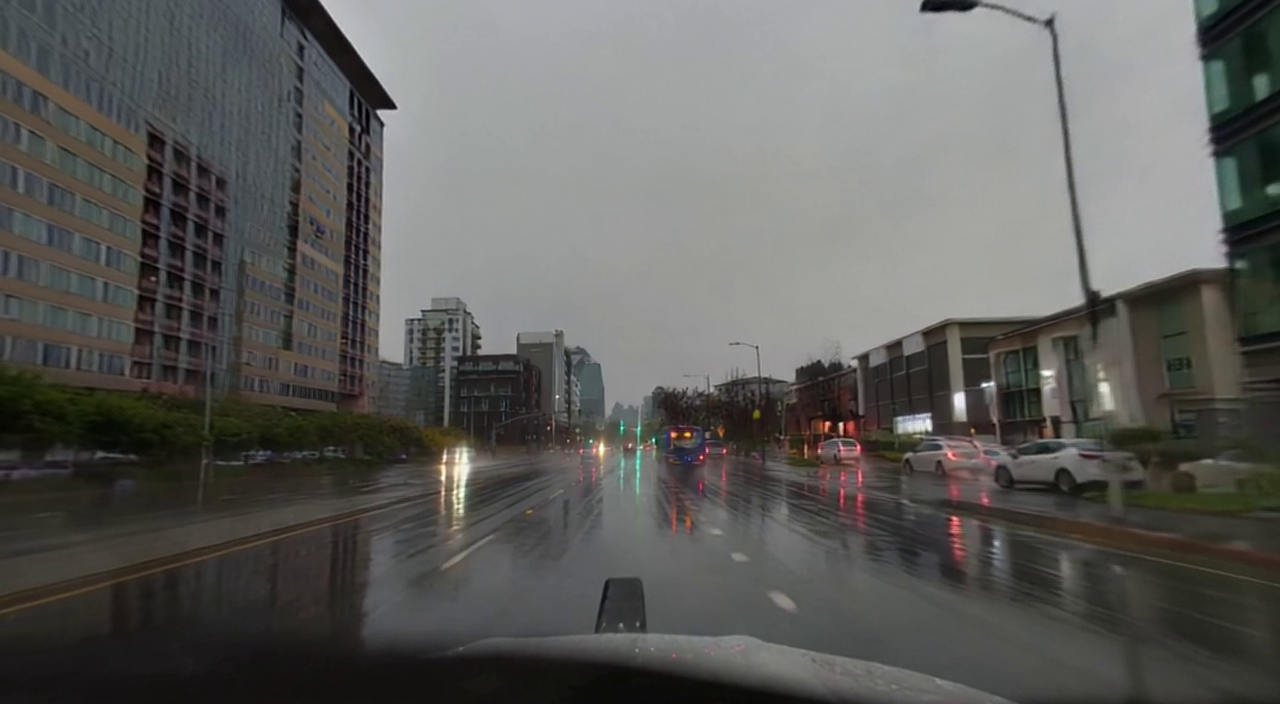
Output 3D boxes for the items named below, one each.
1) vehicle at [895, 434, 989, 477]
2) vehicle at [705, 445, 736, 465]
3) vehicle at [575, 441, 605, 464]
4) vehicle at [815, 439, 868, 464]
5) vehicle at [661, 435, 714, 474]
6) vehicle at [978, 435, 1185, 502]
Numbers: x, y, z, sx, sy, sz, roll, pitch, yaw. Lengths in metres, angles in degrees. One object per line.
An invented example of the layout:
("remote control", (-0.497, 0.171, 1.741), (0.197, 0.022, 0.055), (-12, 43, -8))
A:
("vehicle", (14.163, 4.896, 30.006), (2.019, 1.819, 4.909), (0, -9, 1))
("vehicle", (6.268, 8.068, 49.594), (1.795, 1.459, 4.333), (0, -9, -2))
("vehicle", (-3.685, 7.517, 47.323), (2.046, 1.617, 4.601), (0, -9, -1))
("vehicle", (14.356, 7.104, 45.321), (1.975, 1.648, 4.451), (1, -8, -5))
("vehicle", (2.259, 5.097, 31.681), (2.130, 1.787, 5.126), (0, -9, -2))
("vehicle", (11.967, 3.155, 17.659), (1.954, 1.483, 4.742), (-2, -8, -7))
